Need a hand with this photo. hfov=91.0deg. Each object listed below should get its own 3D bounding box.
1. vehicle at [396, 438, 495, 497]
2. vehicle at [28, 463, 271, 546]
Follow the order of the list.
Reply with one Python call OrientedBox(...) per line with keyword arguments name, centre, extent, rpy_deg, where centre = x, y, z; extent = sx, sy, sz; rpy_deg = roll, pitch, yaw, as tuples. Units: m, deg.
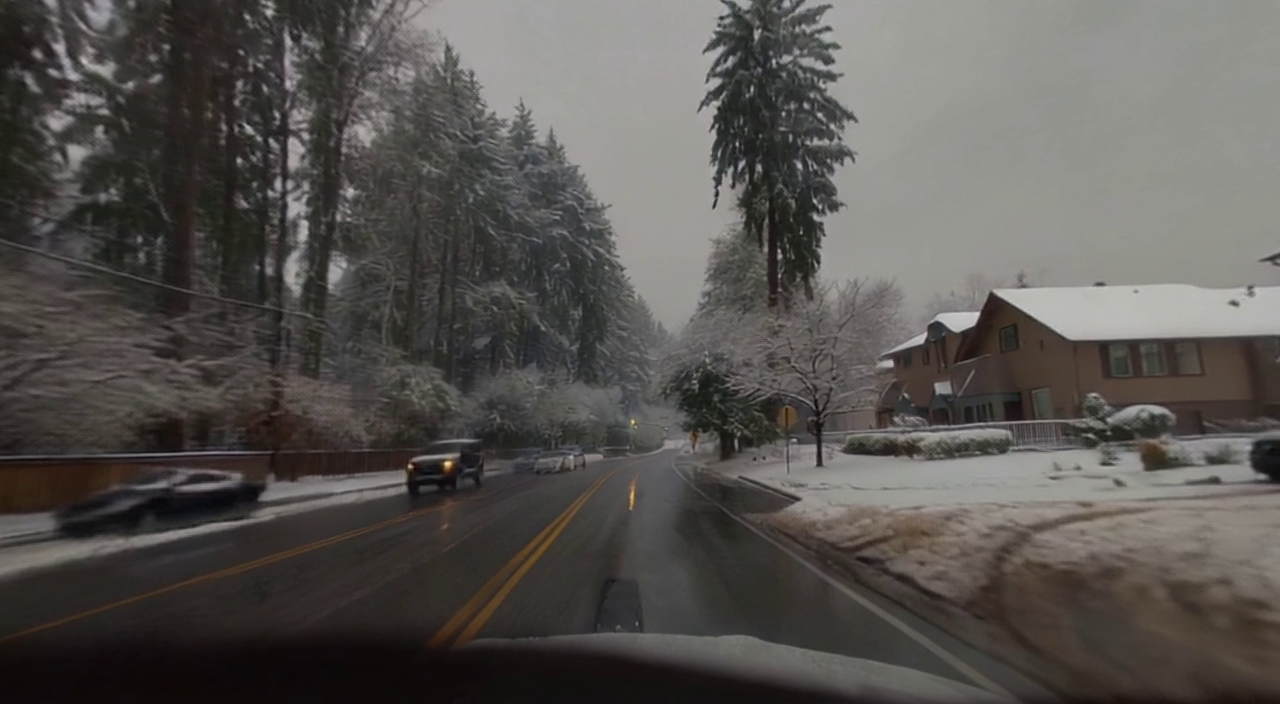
OrientedBox(name="vehicle", centre=(-6.787, 4.070, 22.621), extent=(2.063, 1.859, 4.812), rpy_deg=(-1, -9, -1))
OrientedBox(name="vehicle", centre=(-10.527, 3.257, 14.064), extent=(1.865, 1.441, 4.422), rpy_deg=(0, -9, 0))
